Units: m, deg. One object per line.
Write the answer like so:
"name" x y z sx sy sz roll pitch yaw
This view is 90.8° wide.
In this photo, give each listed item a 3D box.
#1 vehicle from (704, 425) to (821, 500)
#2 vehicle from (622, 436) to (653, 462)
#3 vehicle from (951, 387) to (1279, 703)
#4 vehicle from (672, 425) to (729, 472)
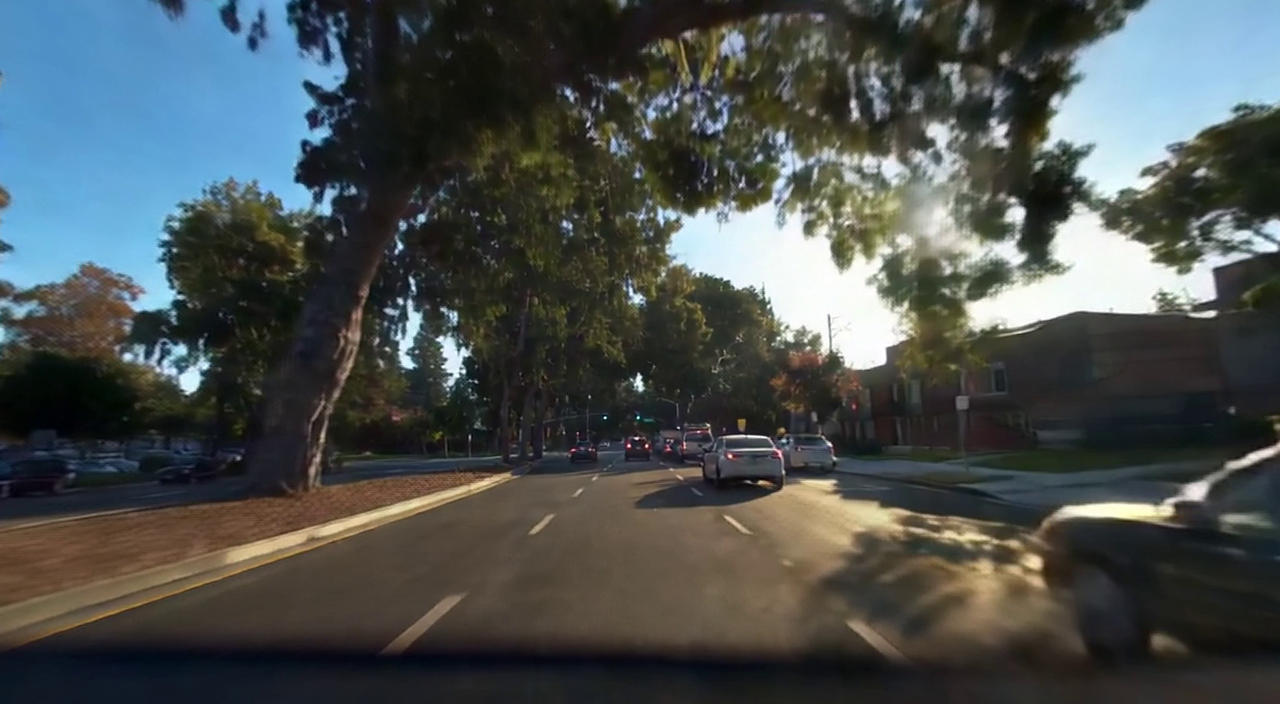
"vehicle" 3.060 2.877 16.880 2.041 1.688 4.717 0 -8 -2
"vehicle" -0.171 6.648 43.496 2.052 1.693 4.554 0 -8 0
"vehicle" 3.774 0.940 2.859 2.165 1.513 4.911 0 -8 -1
"vehicle" 2.874 4.798 31.467 2.268 2.090 6.113 0 -8 0
